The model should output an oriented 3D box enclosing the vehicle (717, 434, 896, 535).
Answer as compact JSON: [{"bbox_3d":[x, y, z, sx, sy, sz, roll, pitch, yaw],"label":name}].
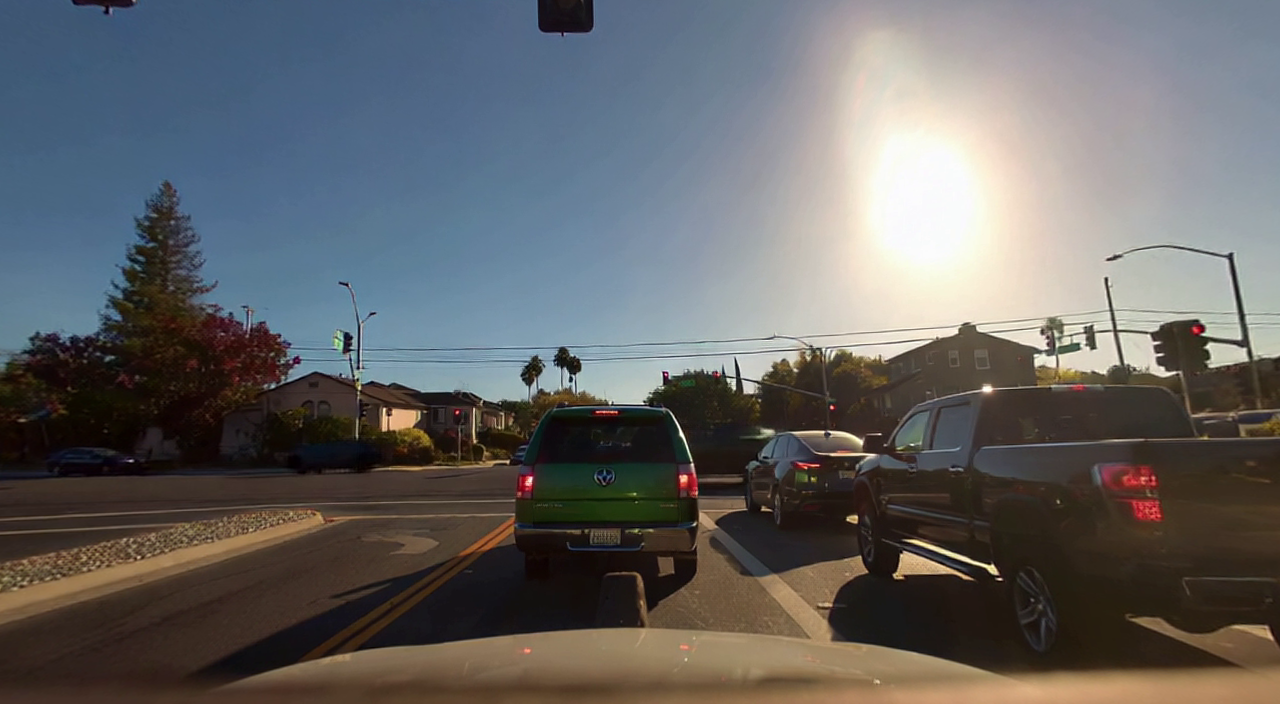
[{"bbox_3d":[2.713,2.267,11.530,1.952,1.465,4.421,0,-8,-2],"label":"vehicle"}]

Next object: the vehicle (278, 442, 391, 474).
[{"bbox_3d":[-15.224,5.289,31.731,4.718,1.530,1.747,1,-8,-10],"label":"vehicle"}]

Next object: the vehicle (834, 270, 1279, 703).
[{"bbox_3d":[2.976,0.943,3.889,1.886,1.849,5.070,0,-8,-1],"label":"vehicle"}]

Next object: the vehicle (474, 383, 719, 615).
[{"bbox_3d":[-0.240,1.386,6.689,1.915,1.780,3.379,-1,-8,4],"label":"vehicle"}]

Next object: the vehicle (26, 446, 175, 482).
[{"bbox_3d":[-22.967,4.773,27.062,4.533,1.350,1.714,0,-7,-8],"label":"vehicle"}]
